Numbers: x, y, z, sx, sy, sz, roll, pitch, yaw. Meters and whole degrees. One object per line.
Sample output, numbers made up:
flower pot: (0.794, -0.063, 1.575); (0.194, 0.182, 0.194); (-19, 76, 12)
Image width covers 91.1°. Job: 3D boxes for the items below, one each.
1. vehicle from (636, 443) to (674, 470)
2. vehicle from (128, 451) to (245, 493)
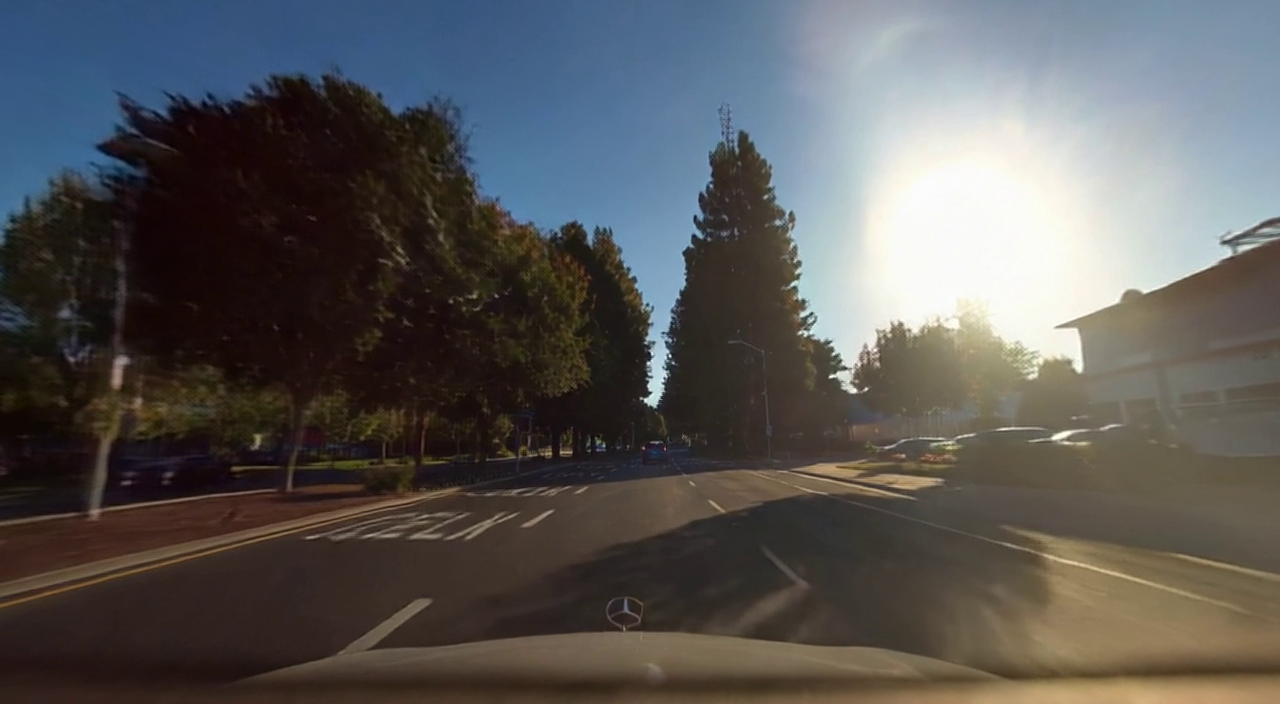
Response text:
vehicle: (0.900, 6.202, 37.535); (2.144, 1.505, 4.128); (0, -9, 1)
vehicle: (-20.232, 5.324, 28.290); (1.904, 1.677, 4.415); (0, -9, 1)
